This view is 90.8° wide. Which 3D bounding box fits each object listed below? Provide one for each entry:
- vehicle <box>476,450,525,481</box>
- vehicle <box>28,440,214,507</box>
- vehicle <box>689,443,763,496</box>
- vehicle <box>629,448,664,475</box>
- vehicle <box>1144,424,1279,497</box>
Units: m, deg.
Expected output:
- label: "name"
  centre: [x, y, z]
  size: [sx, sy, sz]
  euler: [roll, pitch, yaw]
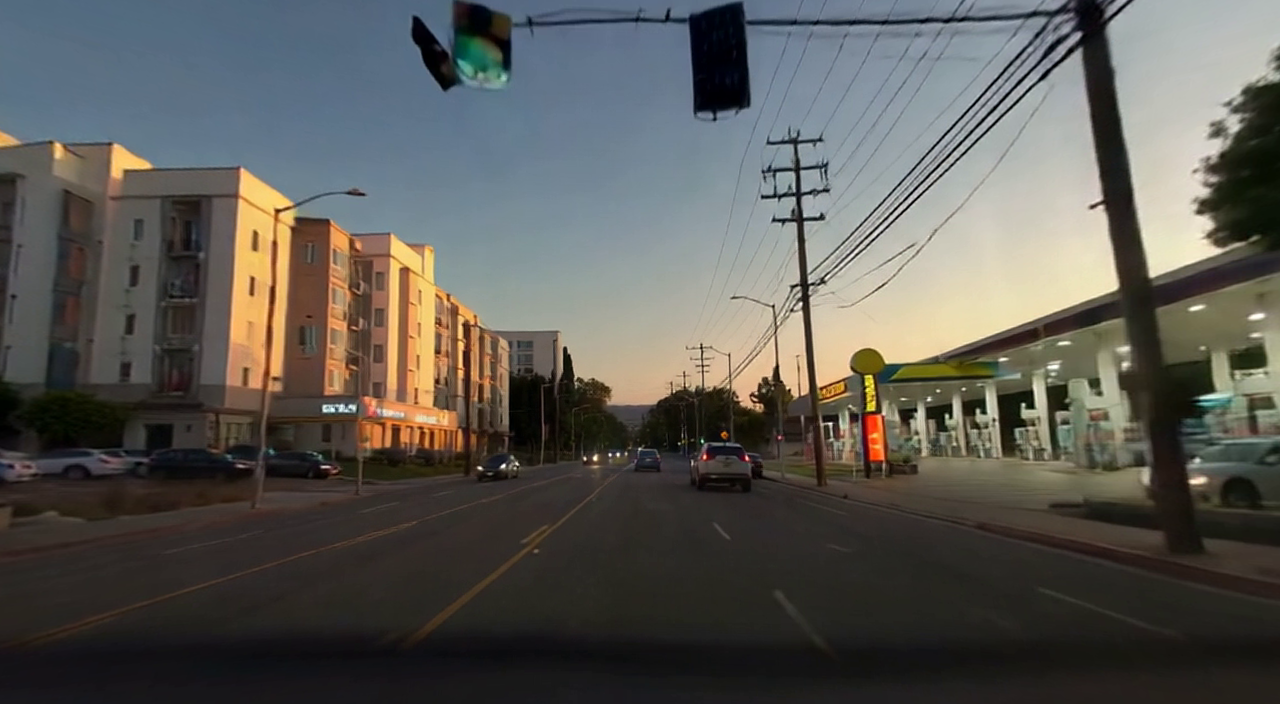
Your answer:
- label: "vehicle"
  centre: [-8.718, 7.090, 39.842]
  size: [2.000, 1.796, 4.529]
  euler: [0, -8, 1]
- label: "vehicle"
  centre: [-17.587, 4.110, 21.576]
  size: [4.592, 1.852, 2.241]
  euler: [-3, -5, 5]
- label: "vehicle"
  centre: [2.864, 3.996, 21.982]
  size: [1.945, 1.647, 4.160]
  euler: [0, -8, -1]
- label: "vehicle"
  centre: [0.425, 6.658, 38.637]
  size: [1.999, 1.487, 3.939]
  euler: [0, -8, 1]
- label: "vehicle"
  centre: [14.141, 2.387, 14.062]
  size: [1.846, 1.480, 4.649]
  euler: [0, -8, -2]
